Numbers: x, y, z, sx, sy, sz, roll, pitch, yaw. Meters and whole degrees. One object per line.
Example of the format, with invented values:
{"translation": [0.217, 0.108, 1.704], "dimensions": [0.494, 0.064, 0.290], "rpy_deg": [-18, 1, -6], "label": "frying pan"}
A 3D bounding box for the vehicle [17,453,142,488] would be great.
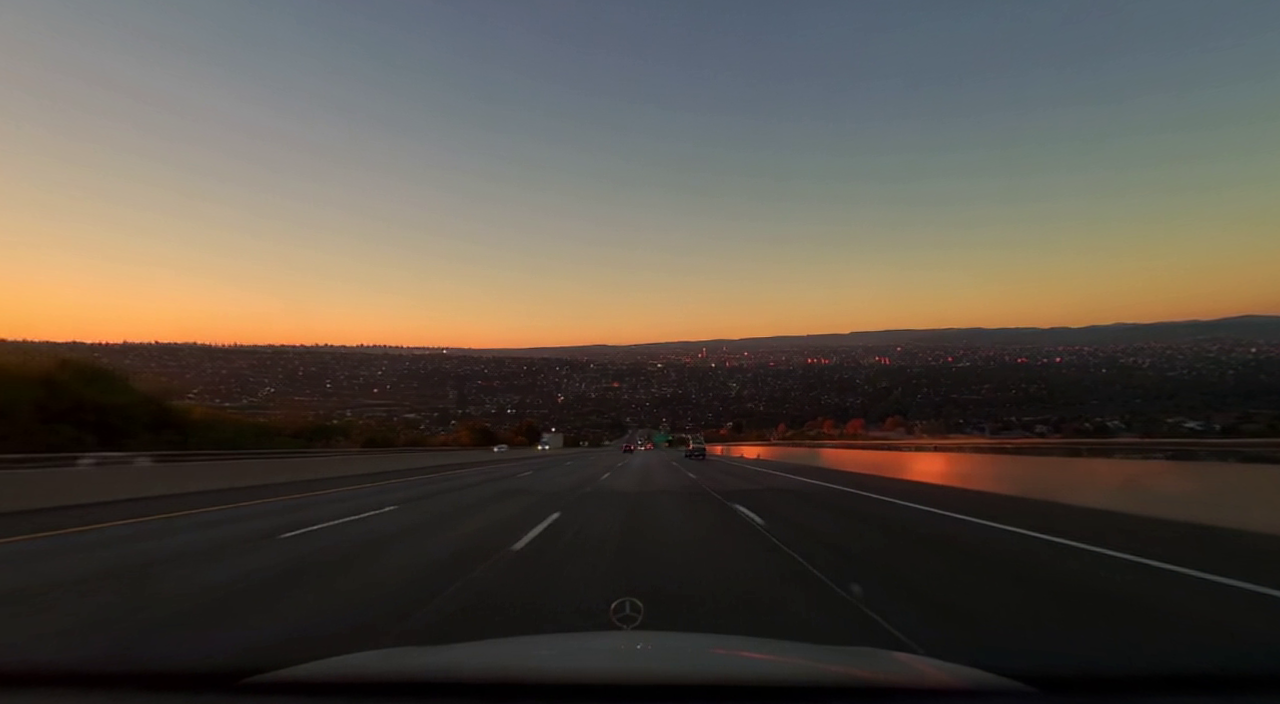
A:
{"translation": [-26.874, 5.677, 30.495], "dimensions": [1.902, 1.459, 4.495], "rpy_deg": [0, -8, 0], "label": "vehicle"}
